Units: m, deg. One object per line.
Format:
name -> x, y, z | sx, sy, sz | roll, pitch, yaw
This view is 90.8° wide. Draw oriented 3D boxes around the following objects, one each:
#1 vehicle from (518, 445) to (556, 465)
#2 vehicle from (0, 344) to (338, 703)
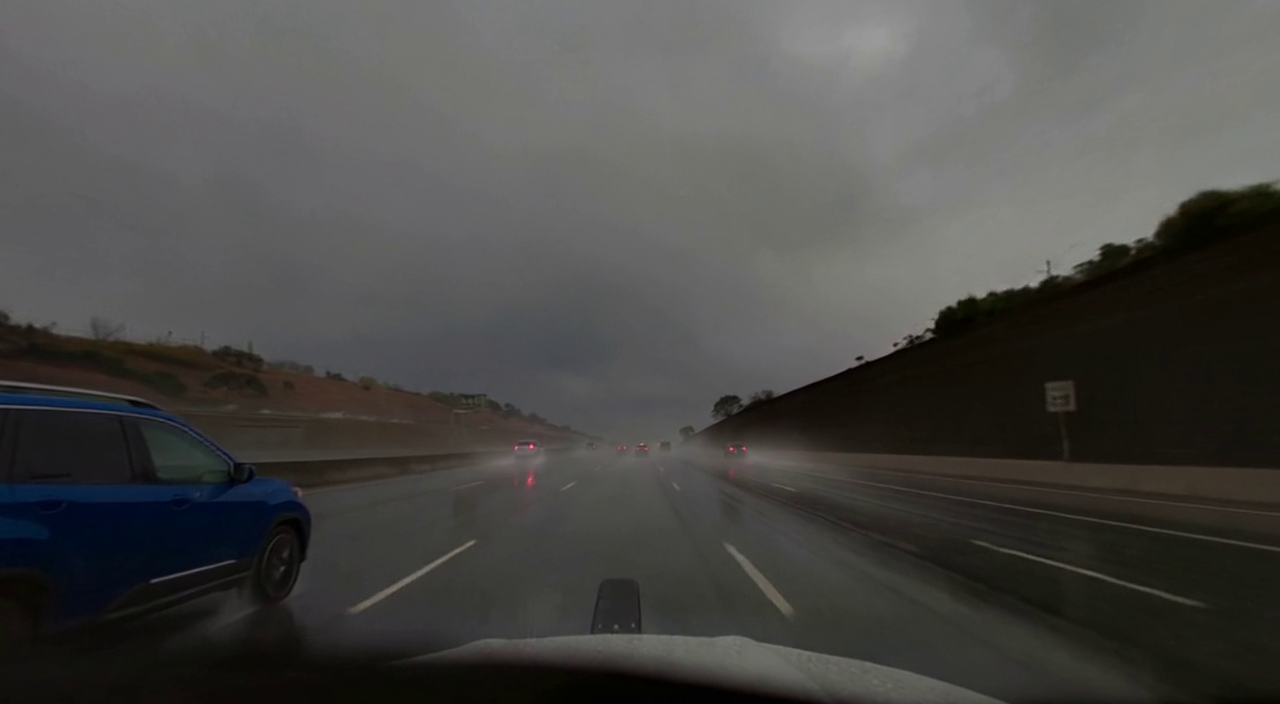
vehicle -> -7.737, 7.776, 47.847 | 2.054, 1.474, 4.450 | 0, -9, 1
vehicle -> -3.653, 0.912, 3.084 | 2.047, 1.715, 4.689 | 0, -9, -1
